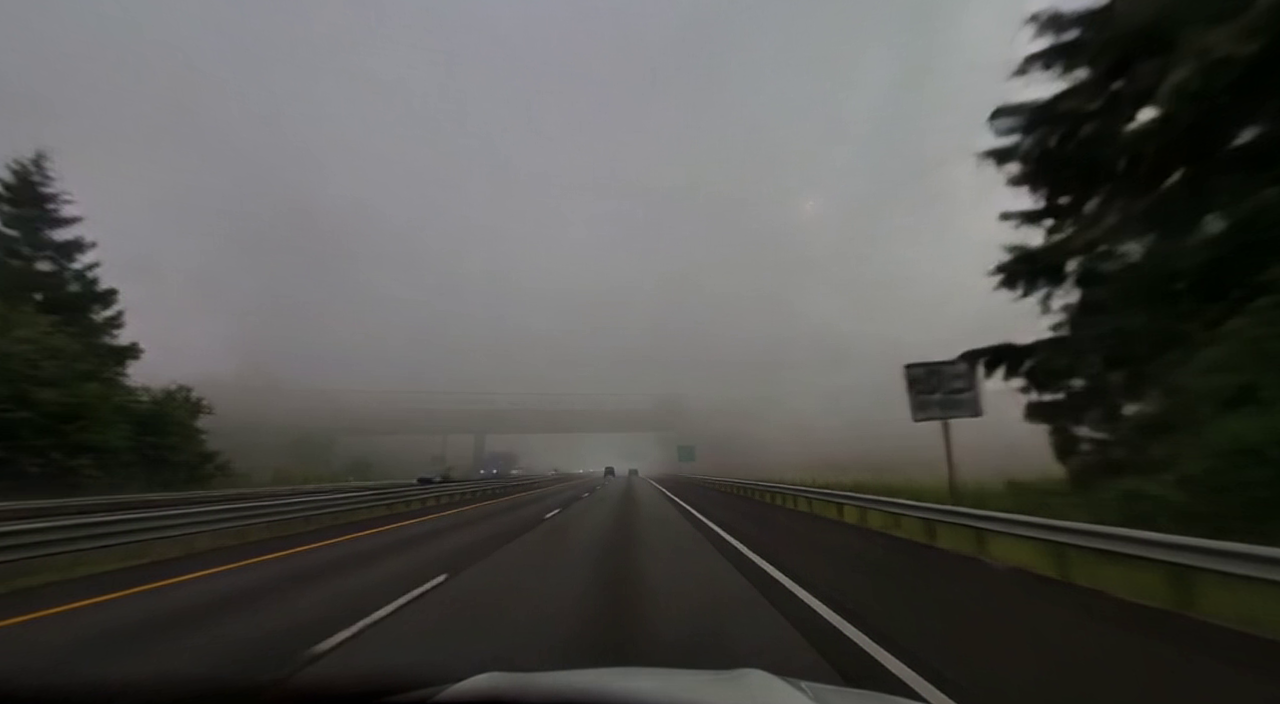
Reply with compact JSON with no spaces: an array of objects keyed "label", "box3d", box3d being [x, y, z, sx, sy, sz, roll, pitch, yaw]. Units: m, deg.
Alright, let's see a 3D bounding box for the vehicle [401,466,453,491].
[{"label":"vehicle","box3d":[-12.469,7.409,37.114,1.800,1.381,3.703,1,-10,-1]}]
